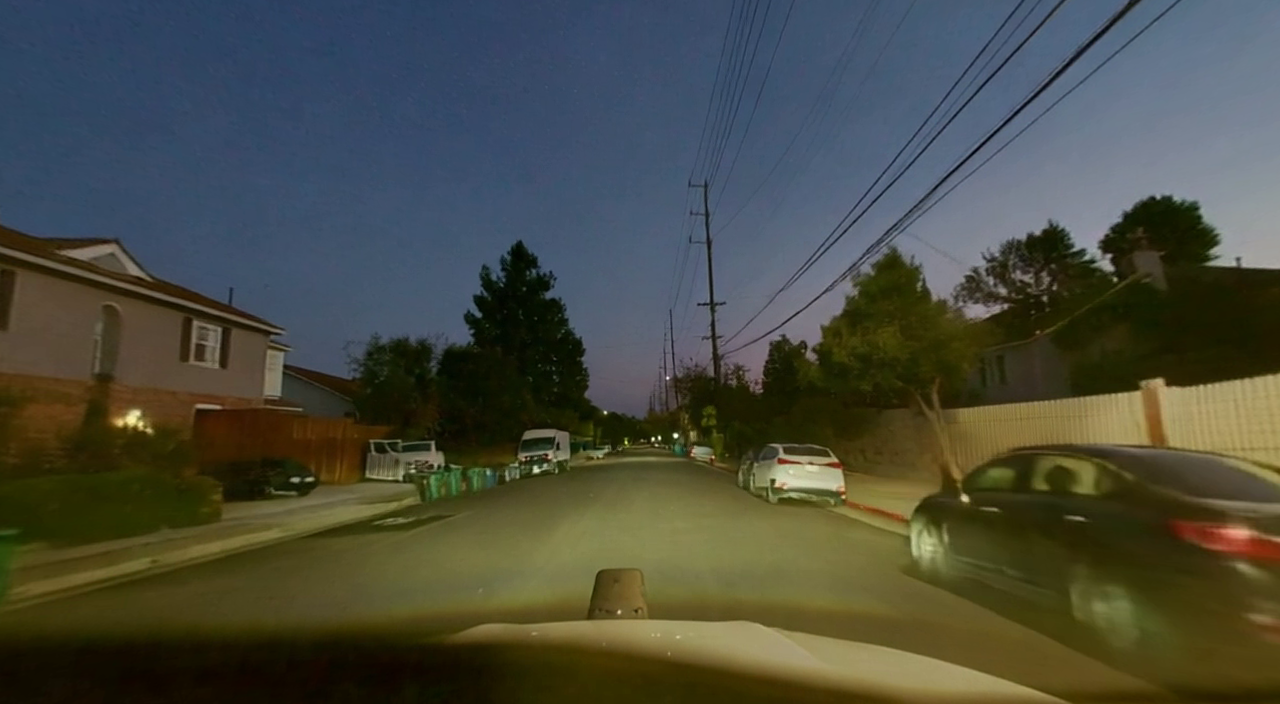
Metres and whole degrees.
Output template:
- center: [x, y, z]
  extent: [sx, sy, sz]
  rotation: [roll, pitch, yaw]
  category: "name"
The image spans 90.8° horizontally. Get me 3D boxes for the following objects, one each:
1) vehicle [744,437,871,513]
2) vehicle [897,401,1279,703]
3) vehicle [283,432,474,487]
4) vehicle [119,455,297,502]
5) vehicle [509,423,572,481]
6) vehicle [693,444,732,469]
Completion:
- center: [3.826, 2.882, 15.384]
  extent: [1.970, 1.530, 4.899]
  rotation: [0, -9, 3]
  category: "vehicle"
- center: [3.569, 1.246, 4.525]
  extent: [1.903, 1.500, 4.057]
  rotation: [0, -9, 3]
  category: "vehicle"
- center: [-10.350, 4.319, 25.501]
  extent: [6.540, 2.079, 2.565]
  rotation: [0, -9, 2]
  category: "vehicle"
- center: [-14.572, 4.260, 21.521]
  extent: [4.565, 1.489, 1.950]
  rotation: [0, -9, -1]
  category: "vehicle"
- center: [-5.528, 5.625, 35.897]
  extent: [2.313, 2.875, 6.057]
  rotation: [-4, -8, 2]
  category: "vehicle"
- center: [4.806, 6.981, 42.323]
  extent: [2.016, 1.544, 4.645]
  rotation: [0, -9, 0]
  category: "vehicle"
